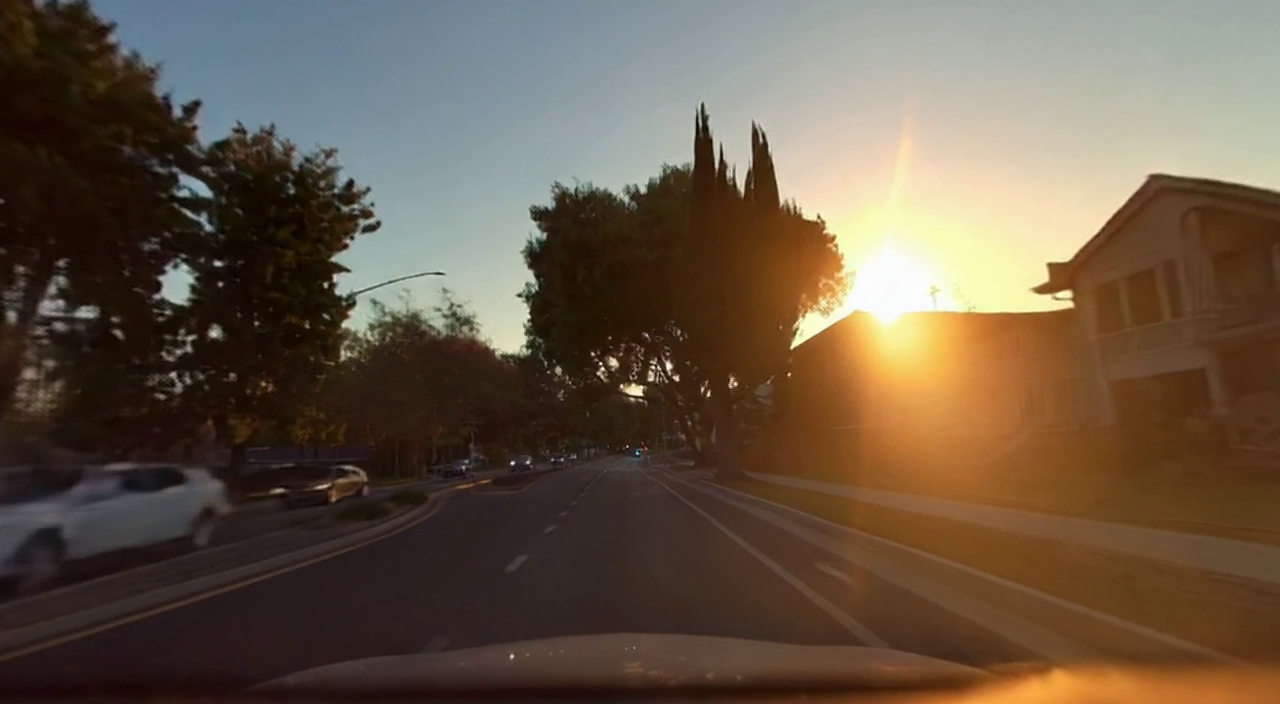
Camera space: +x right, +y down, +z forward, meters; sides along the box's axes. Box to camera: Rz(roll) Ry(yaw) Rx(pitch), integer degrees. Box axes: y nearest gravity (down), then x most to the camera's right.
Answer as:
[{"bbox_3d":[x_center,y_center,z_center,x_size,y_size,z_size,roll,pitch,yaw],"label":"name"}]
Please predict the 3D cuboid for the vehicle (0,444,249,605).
[{"bbox_3d":[-8.395,2.307,9.450,2.057,1.805,4.933,0,-8,-3],"label":"vehicle"}]

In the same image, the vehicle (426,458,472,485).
[{"bbox_3d":[-13.550,8.464,44.854,1.979,1.757,4.514,0,-8,-2],"label":"vehicle"}]

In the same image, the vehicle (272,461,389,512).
[{"bbox_3d":[-10.951,4.756,22.663,1.925,1.503,4.411,0,-8,1],"label":"vehicle"}]
